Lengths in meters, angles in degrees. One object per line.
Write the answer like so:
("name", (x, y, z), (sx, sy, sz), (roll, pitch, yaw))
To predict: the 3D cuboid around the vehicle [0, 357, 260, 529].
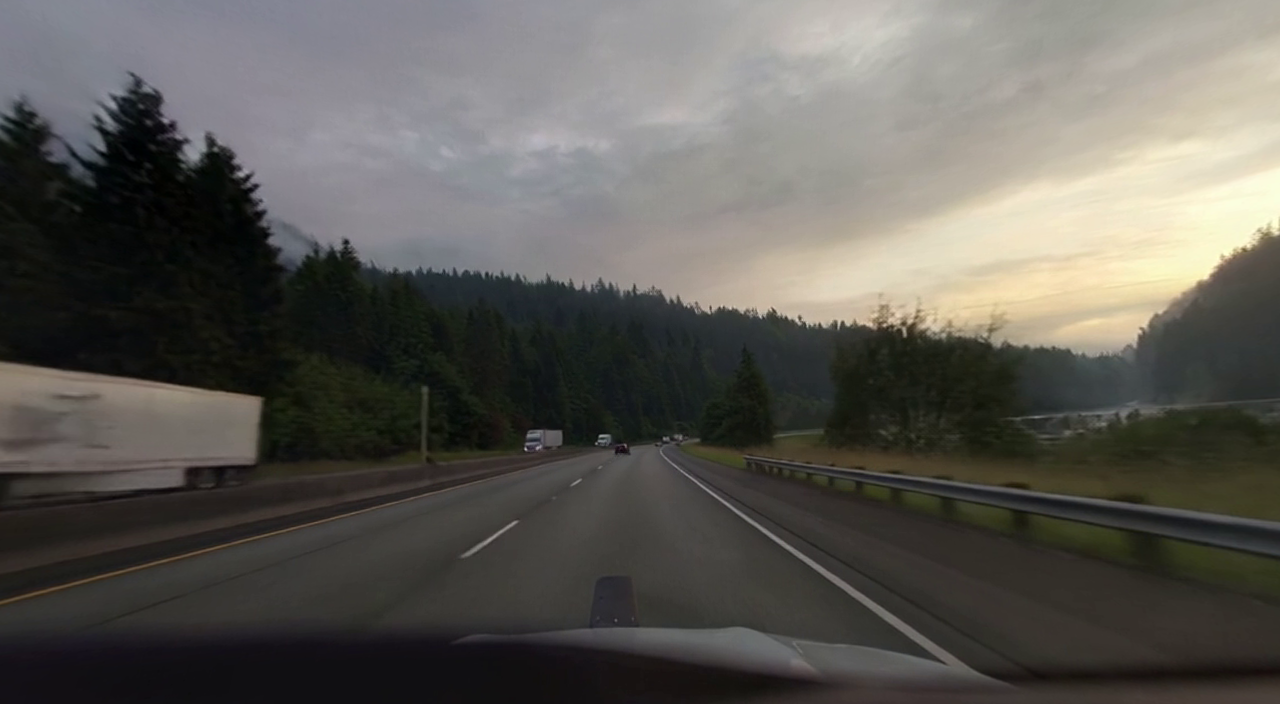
("vehicle", (-16.711, 2.570, 17.737), (2.883, 4.044, 14.698), (0, -8, 0))
